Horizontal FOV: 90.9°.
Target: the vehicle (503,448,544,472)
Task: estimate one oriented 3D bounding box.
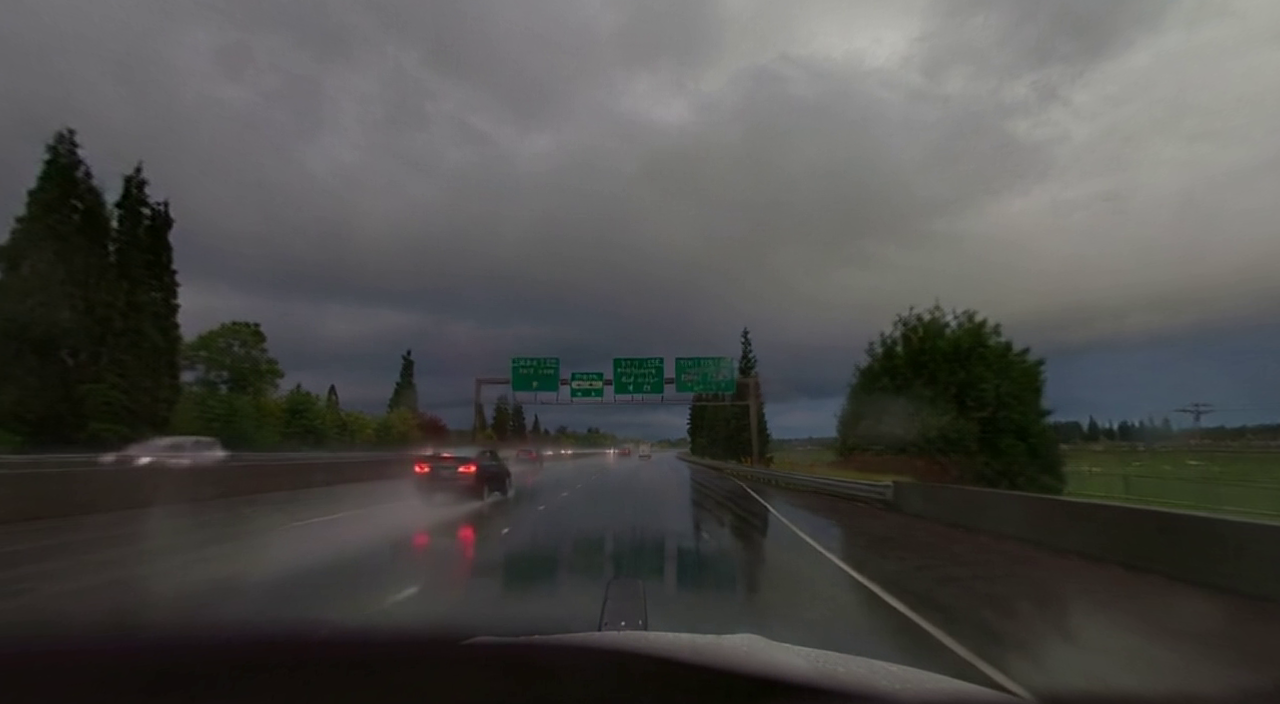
[{"bbox_3d":[-7.719,7.182,42.022,1.835,1.459,4.636,1,-9,0],"label":"vehicle"}]

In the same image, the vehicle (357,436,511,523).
[{"bbox_3d":[-4.288,2.716,14.025,1.875,1.587,4.687,0,-9,-1],"label":"vehicle"}]
